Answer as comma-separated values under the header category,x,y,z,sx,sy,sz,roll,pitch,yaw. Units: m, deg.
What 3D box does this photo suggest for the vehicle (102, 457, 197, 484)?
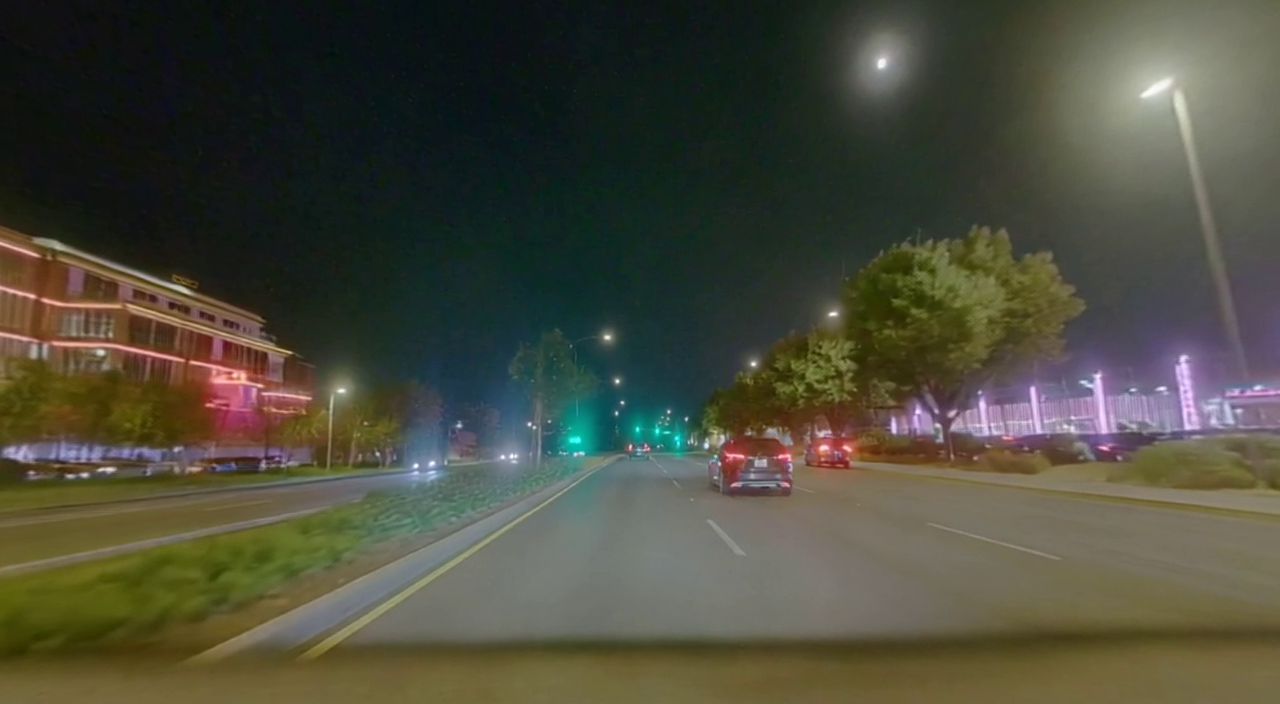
category,x,y,z,sx,sy,sz,roll,pitch,yaw
vehicle,-29.578,7.147,38.165,4.173,1.482,1.818,0,-8,1

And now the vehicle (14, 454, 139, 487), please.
category,x,y,z,sx,sy,sz,roll,pitch,yaw
vehicle,-29.903,6.276,33.640,4.633,1.630,2.093,0,-8,0

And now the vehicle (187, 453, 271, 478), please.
category,x,y,z,sx,sy,sz,roll,pitch,yaw
vehicle,-29.379,8.123,45.290,4.506,1.640,2.103,0,-8,0

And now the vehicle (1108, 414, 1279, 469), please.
category,x,y,z,sx,sy,sz,roll,pitch,yaw
vehicle,19.673,3.124,21.920,4.975,1.786,2.223,-1,-8,3

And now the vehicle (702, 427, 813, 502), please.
category,x,y,z,sx,sy,sz,roll,pitch,yaw
vehicle,2.865,2.866,16.439,1.963,1.677,4.229,0,-8,-1

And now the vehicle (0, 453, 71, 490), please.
category,x,y,z,sx,sy,sz,roll,pitch,yaw
vehicle,-29.127,5.425,28.837,4.356,1.585,1.965,0,-8,2
